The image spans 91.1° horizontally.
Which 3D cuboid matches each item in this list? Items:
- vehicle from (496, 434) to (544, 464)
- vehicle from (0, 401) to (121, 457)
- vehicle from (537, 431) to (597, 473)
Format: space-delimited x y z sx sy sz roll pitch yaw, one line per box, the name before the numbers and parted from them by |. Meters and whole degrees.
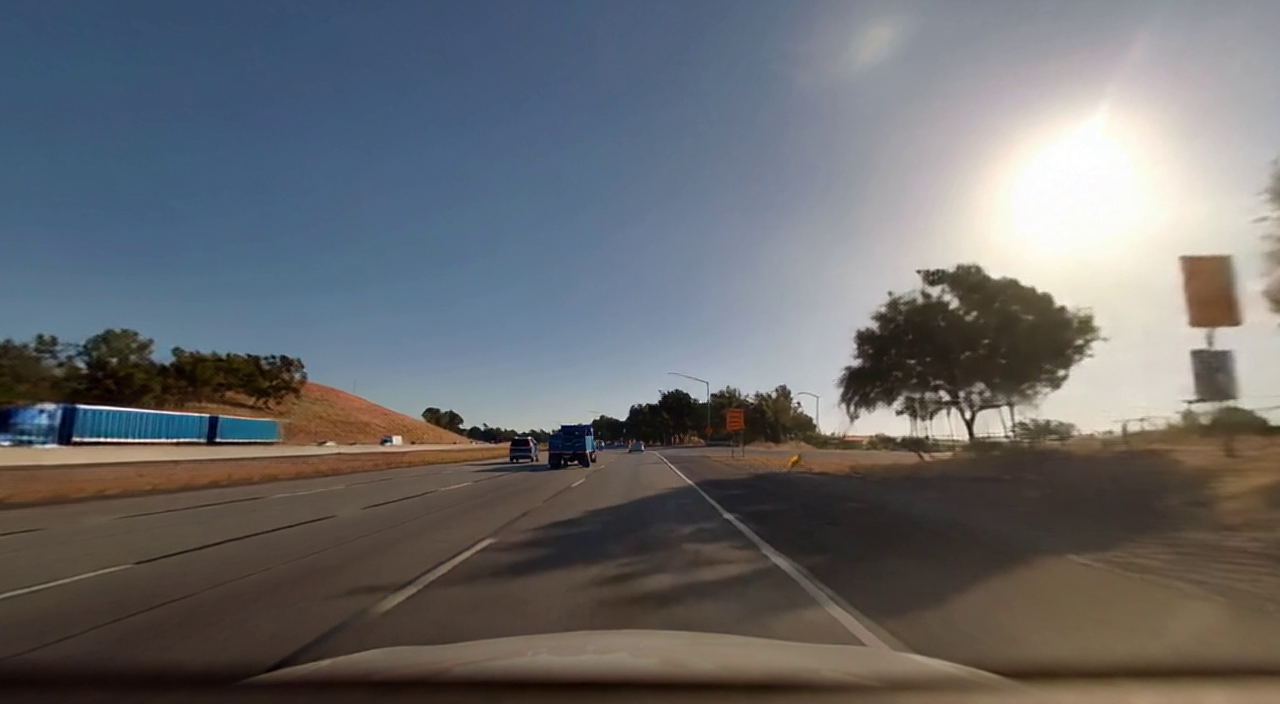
vehicle | -7.493 6.097 39.618 2.078 1.729 4.722 0 -8 0
vehicle | -42.564 5.630 45.356 2.961 3.669 8.028 0 -8 2
vehicle | -3.203 4.474 28.258 2.194 1.766 3.720 0 -8 0
